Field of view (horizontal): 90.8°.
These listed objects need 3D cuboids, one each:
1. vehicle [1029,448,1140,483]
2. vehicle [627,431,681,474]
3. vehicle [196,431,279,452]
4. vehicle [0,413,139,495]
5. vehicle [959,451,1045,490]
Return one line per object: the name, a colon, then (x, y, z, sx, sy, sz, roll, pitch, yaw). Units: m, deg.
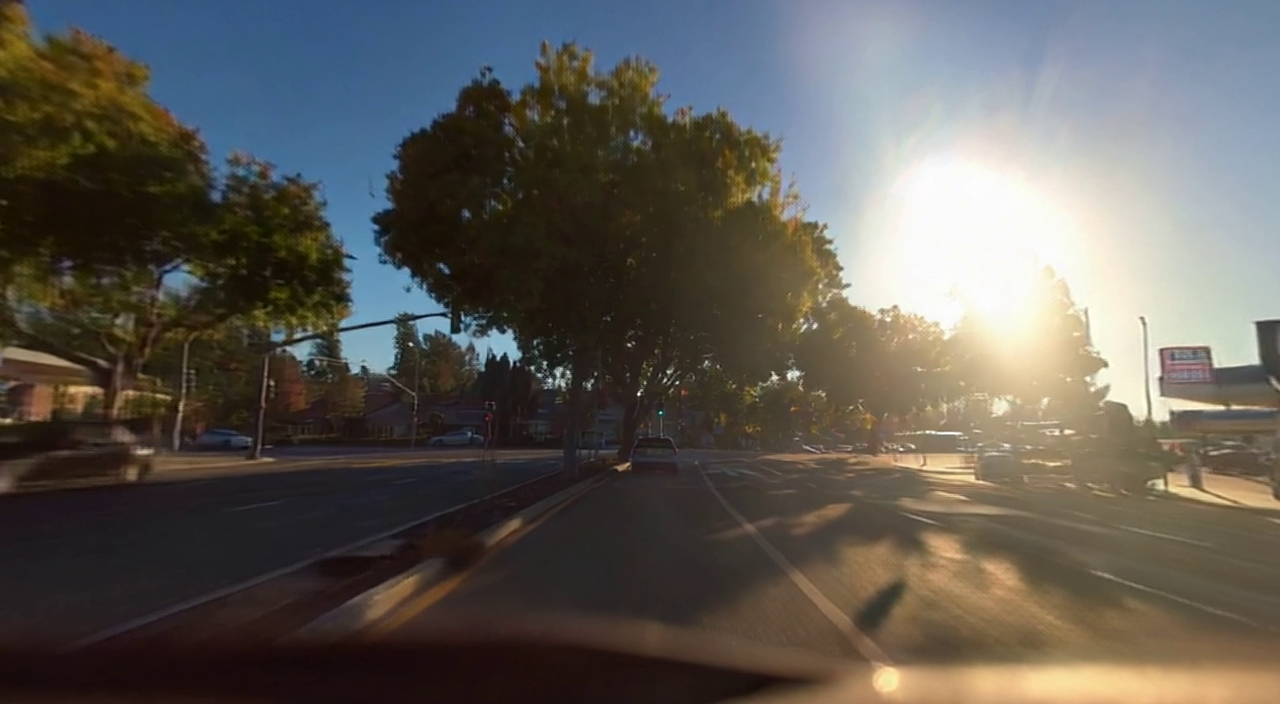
vehicle: (22.068, 5.618, 31.413, 4.331, 1.604, 1.858, 1, -9, -10)
vehicle: (0.594, 4.163, 26.288, 2.055, 1.655, 4.204, 0, -9, 2)
vehicle: (-29.869, 6.667, 46.964, 4.749, 1.463, 1.871, 1, -9, -10)
vehicle: (-12.744, 2.029, 12.599, 2.027, 1.486, 4.105, 0, -9, 2)
vehicle: (15.555, 5.068, 27.414, 2.099, 1.464, 4.615, -3, -9, 16)
